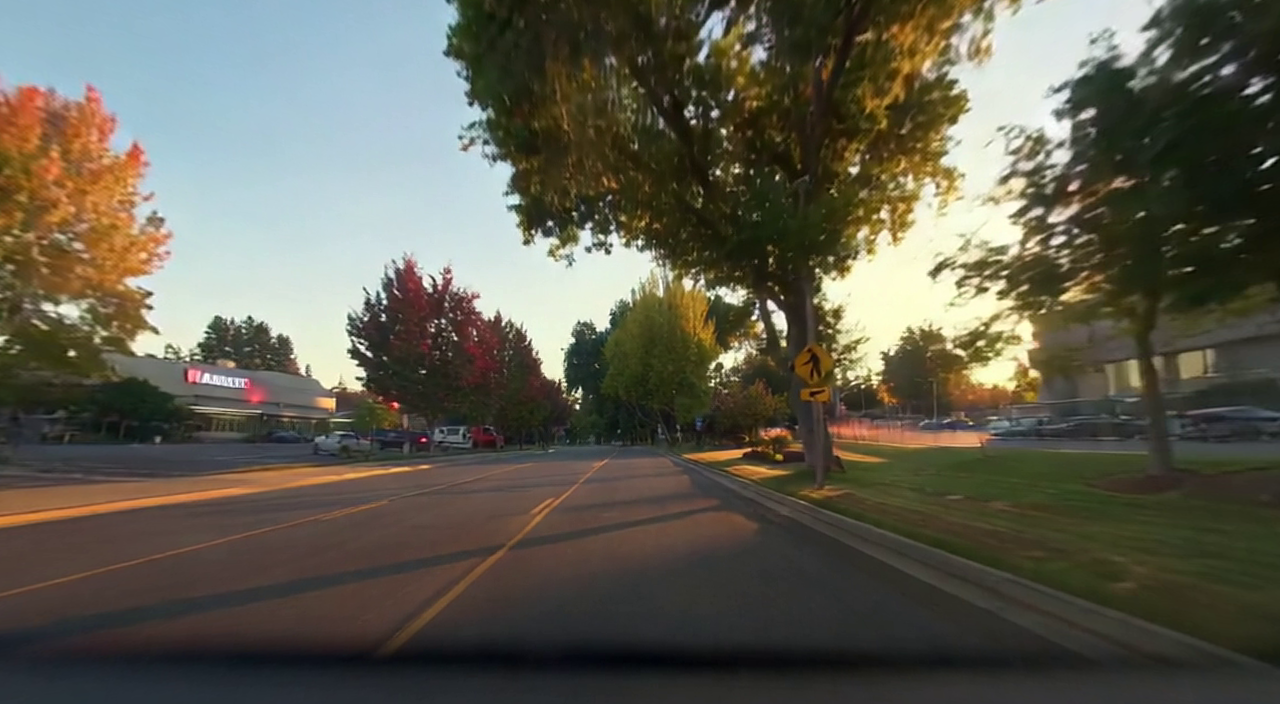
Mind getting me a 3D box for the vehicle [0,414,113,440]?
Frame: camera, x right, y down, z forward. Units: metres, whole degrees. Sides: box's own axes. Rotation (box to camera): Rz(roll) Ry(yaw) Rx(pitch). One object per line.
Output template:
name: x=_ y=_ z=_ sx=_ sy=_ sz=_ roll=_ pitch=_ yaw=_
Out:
vehicle: x=-38.066 y=4.948 z=41.389 sx=5.205 sy=1.525 sz=1.769 roll=8 pitch=-11 yaw=-41
